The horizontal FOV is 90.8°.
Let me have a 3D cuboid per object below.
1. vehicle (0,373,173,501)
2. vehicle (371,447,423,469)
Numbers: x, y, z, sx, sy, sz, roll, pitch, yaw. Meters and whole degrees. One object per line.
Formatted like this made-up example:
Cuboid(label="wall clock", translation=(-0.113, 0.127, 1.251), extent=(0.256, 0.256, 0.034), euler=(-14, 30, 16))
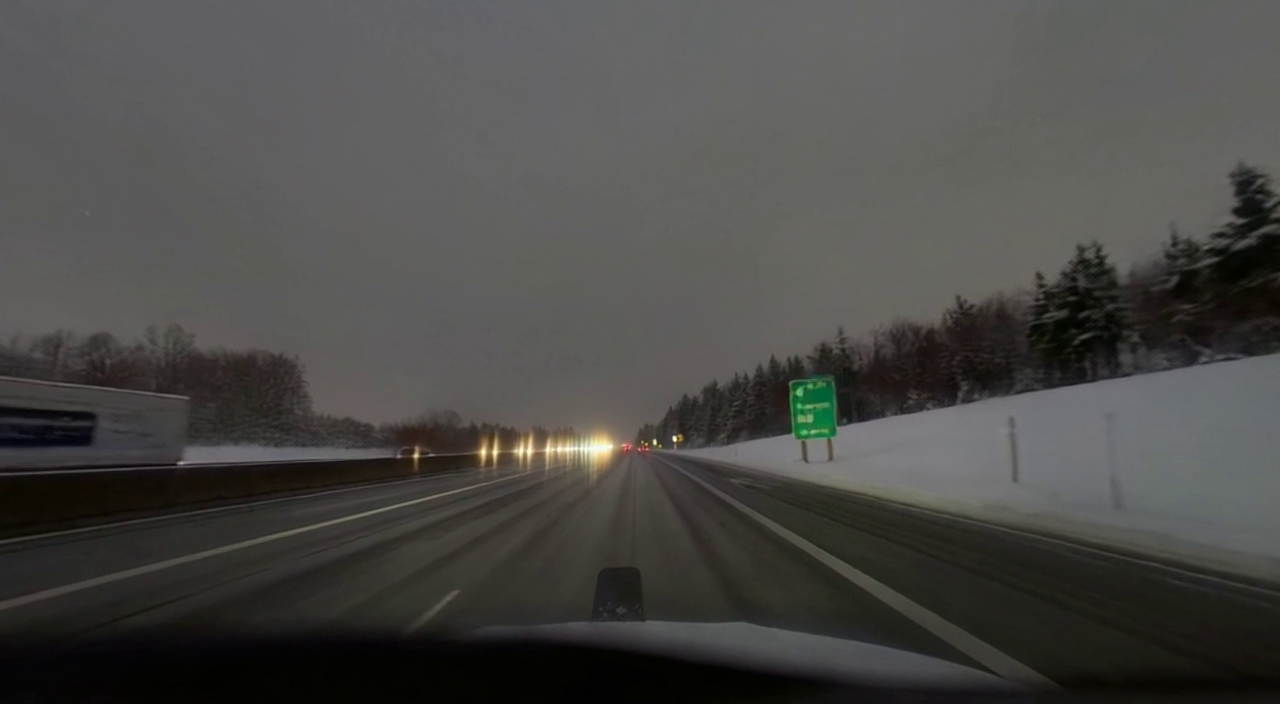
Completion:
Cuboid(label="vehicle", translation=(-22.612, 2.817, 20.827), extent=(3.417, 4.120, 14.262), euler=(0, -9, 0))
Cuboid(label="vehicle", translation=(-18.593, 8.093, 48.472), extent=(2.163, 1.564, 4.548), euler=(0, -9, 0))
